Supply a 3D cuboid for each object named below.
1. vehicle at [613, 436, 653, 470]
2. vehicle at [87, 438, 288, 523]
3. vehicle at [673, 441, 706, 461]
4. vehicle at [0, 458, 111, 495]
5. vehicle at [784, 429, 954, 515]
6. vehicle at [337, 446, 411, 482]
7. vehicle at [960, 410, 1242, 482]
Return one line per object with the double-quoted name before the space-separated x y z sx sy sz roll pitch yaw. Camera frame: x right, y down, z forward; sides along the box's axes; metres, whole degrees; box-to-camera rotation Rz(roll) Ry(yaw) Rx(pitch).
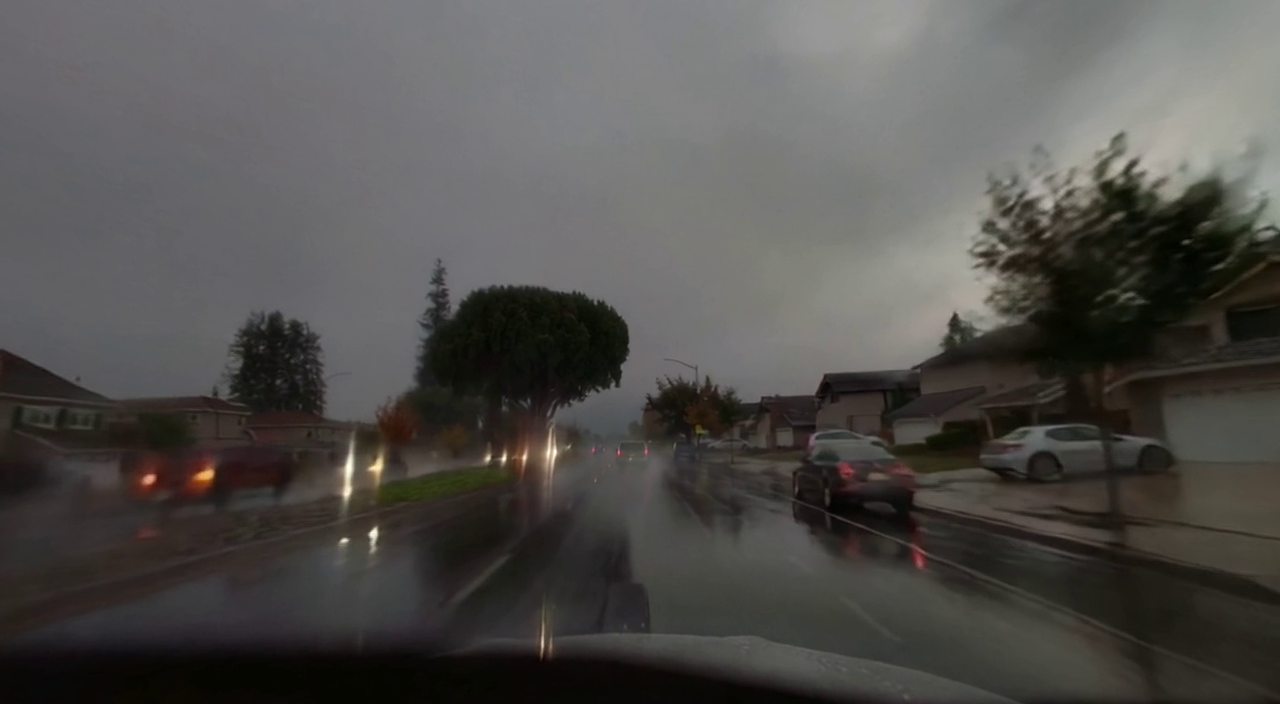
"vehicle" -0.386 5.333 33.522 2.024 1.655 4.301 0 -8 -1
"vehicle" -11.340 3.174 16.299 1.948 1.725 4.443 -5 -8 0
"vehicle" 3.782 7.663 48.951 2.045 1.517 4.394 0 -8 -2
"vehicle" -27.200 5.608 28.571 4.644 1.541 1.873 0 -8 -1
"vehicle" 4.596 2.454 13.476 2.020 1.518 4.255 0 -8 0
"vehicle" -14.846 6.221 35.528 2.034 1.810 4.976 -1 -8 -1
"vehicle" 11.785 2.449 16.492 5.538 1.703 2.286 0 -9 0
